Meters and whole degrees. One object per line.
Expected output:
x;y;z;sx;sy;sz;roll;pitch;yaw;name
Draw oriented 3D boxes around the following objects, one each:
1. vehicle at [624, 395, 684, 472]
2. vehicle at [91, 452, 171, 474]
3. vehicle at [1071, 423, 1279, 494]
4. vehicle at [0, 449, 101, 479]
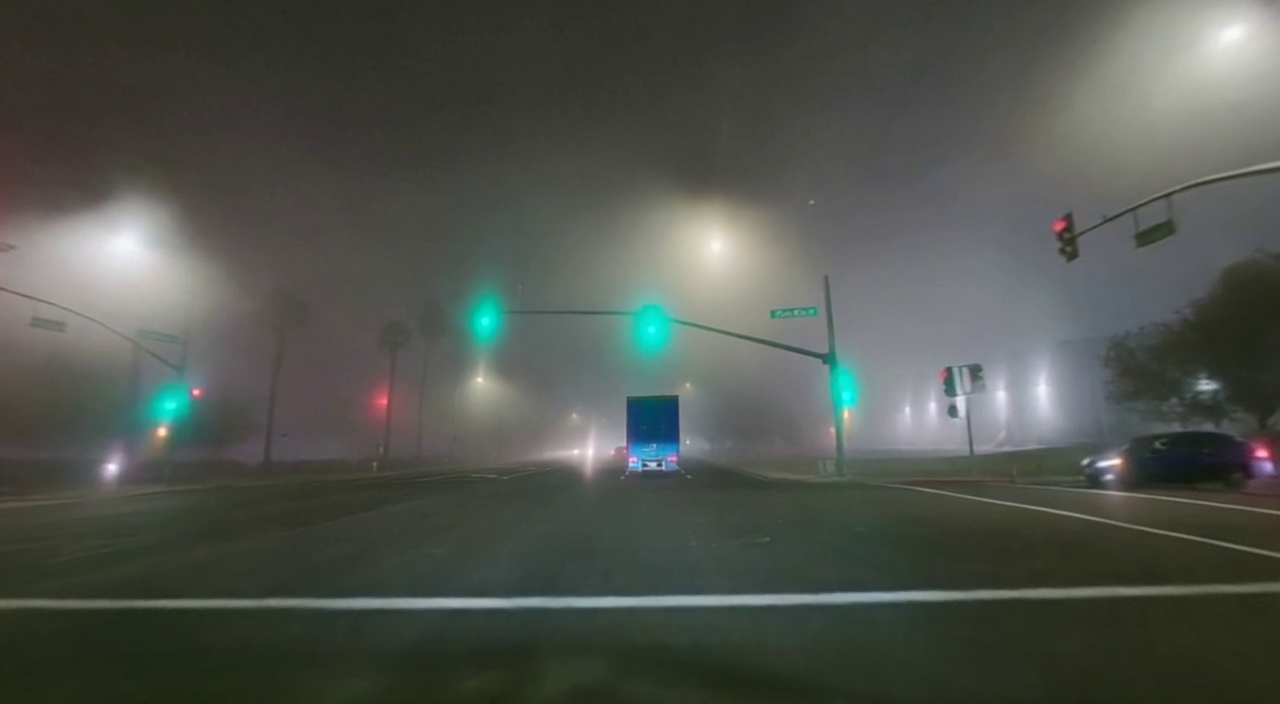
0.548;5.115;38.475;2.992;3.949;11.815;0;-9;-2;vehicle
-36.312;7.898;44.839;4.069;1.505;1.980;0;-9;3;vehicle
13.632;2.621;15.608;4.270;1.520;1.931;-2;-9;2;vehicle
-36.855;6.936;39.000;4.812;1.727;2.027;0;-9;1;vehicle
